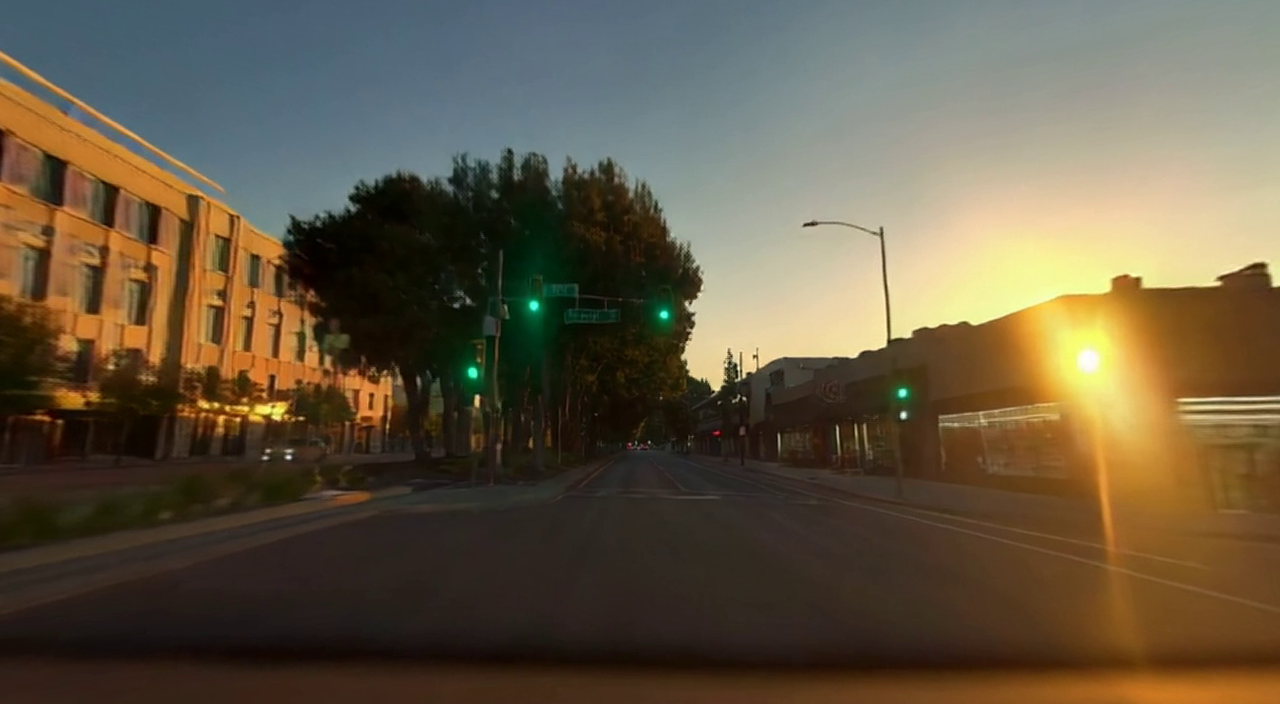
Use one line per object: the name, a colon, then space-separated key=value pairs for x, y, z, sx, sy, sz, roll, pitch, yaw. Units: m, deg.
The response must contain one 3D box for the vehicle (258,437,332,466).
vehicle: x=-21.581 y=6.279 z=39.620 sx=2.016 sy=1.705 sz=4.547 roll=1 pitch=-9 yaw=0
